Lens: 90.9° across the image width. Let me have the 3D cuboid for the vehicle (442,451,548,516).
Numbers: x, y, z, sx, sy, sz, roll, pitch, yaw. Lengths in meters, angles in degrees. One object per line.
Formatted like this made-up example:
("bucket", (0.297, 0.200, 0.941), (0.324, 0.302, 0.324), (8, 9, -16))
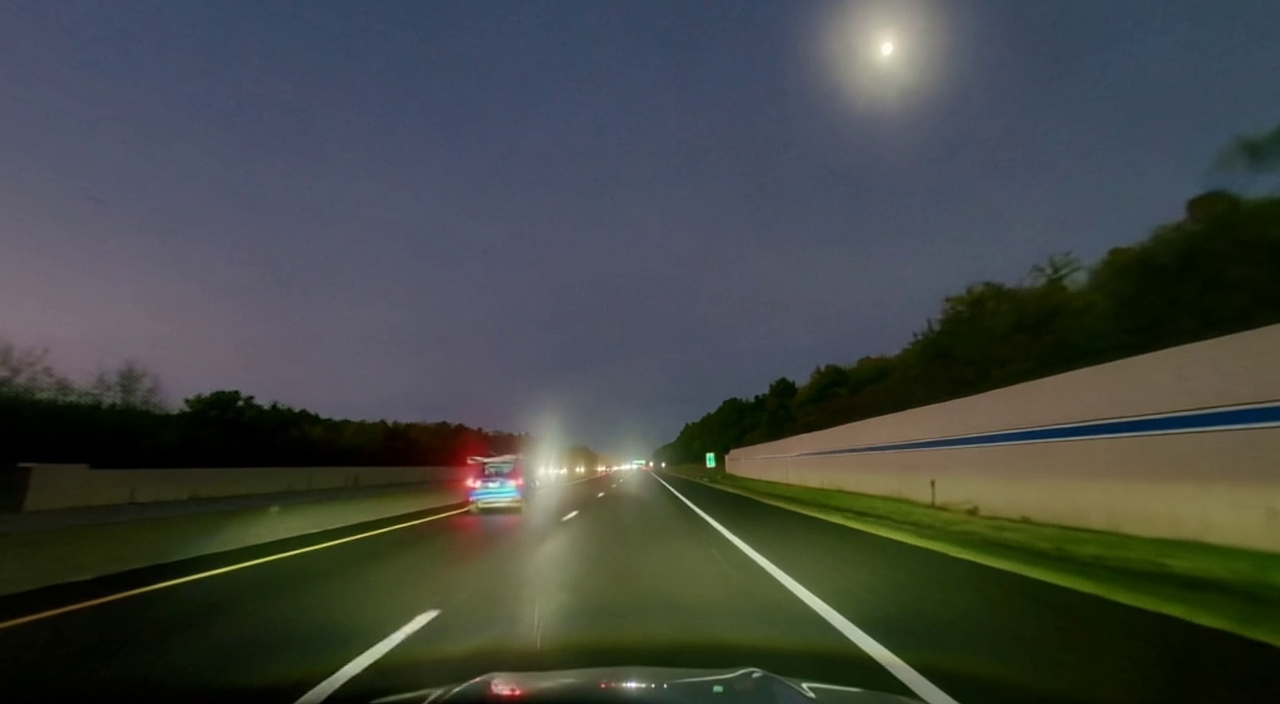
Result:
("vehicle", (-4.126, 3.853, 18.732), (2.022, 1.650, 4.331), (0, -11, 1))
